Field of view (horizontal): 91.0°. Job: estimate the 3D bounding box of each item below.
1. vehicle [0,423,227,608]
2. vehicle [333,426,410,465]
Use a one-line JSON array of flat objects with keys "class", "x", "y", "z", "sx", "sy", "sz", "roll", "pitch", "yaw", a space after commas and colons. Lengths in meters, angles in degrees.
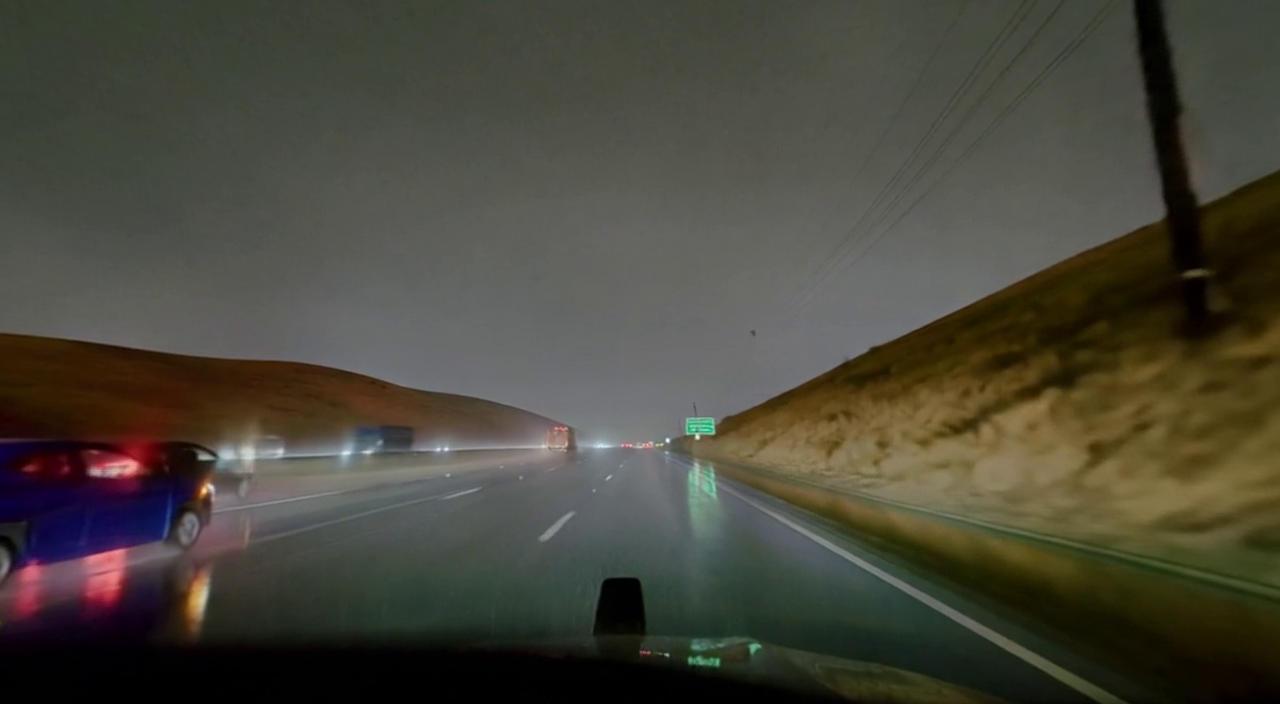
[{"class": "vehicle", "x": -6.100, "y": 1.350, "z": 5.352, "sx": 1.955, "sy": 1.469, "sz": 4.554, "roll": 0, "pitch": -9, "yaw": 2}, {"class": "vehicle", "x": -17.187, "y": 6.074, "z": 40.781, "sx": 2.331, "sy": 2.289, "sz": 5.787, "roll": 0, "pitch": -9, "yaw": 1}]
